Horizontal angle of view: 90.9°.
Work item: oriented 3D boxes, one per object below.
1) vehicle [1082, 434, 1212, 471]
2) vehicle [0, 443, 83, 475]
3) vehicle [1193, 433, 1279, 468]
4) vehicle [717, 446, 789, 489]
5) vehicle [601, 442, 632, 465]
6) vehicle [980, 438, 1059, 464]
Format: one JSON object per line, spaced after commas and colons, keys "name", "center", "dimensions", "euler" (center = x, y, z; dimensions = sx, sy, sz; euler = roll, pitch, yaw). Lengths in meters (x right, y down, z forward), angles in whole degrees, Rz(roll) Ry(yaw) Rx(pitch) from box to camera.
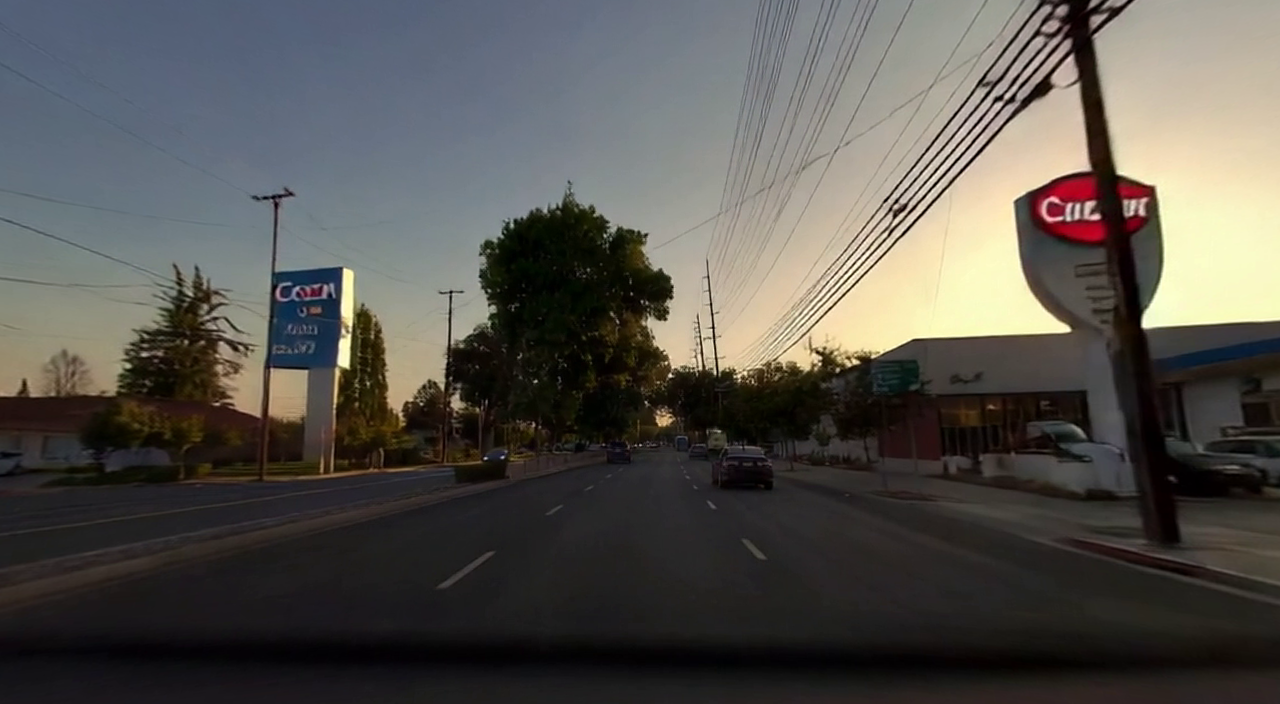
{"name": "vehicle", "center": [27.942, 5.525, 34.829], "dimensions": [5.612, 1.850, 2.328], "euler": [1, -8, -10]}
{"name": "vehicle", "center": [-44.290, 7.680, 45.331], "dimensions": [5.688, 2.167, 2.295], "euler": [4, -10, -27]}
{"name": "vehicle", "center": [35.512, 5.687, 36.504], "dimensions": [5.308, 1.961, 2.119], "euler": [1, -9, -9]}
{"name": "vehicle", "center": [4.099, 4.248, 23.558], "dimensions": [1.978, 1.455, 4.195], "euler": [0, -9, 1]}
{"name": "vehicle", "center": [-1.734, 7.646, 47.675], "dimensions": [2.047, 1.664, 4.148], "euler": [0, -9, 2]}
{"name": "vehicle", "center": [26.522, 6.937, 44.098], "dimensions": [4.327, 1.746, 2.119], "euler": [2, -9, -13]}
